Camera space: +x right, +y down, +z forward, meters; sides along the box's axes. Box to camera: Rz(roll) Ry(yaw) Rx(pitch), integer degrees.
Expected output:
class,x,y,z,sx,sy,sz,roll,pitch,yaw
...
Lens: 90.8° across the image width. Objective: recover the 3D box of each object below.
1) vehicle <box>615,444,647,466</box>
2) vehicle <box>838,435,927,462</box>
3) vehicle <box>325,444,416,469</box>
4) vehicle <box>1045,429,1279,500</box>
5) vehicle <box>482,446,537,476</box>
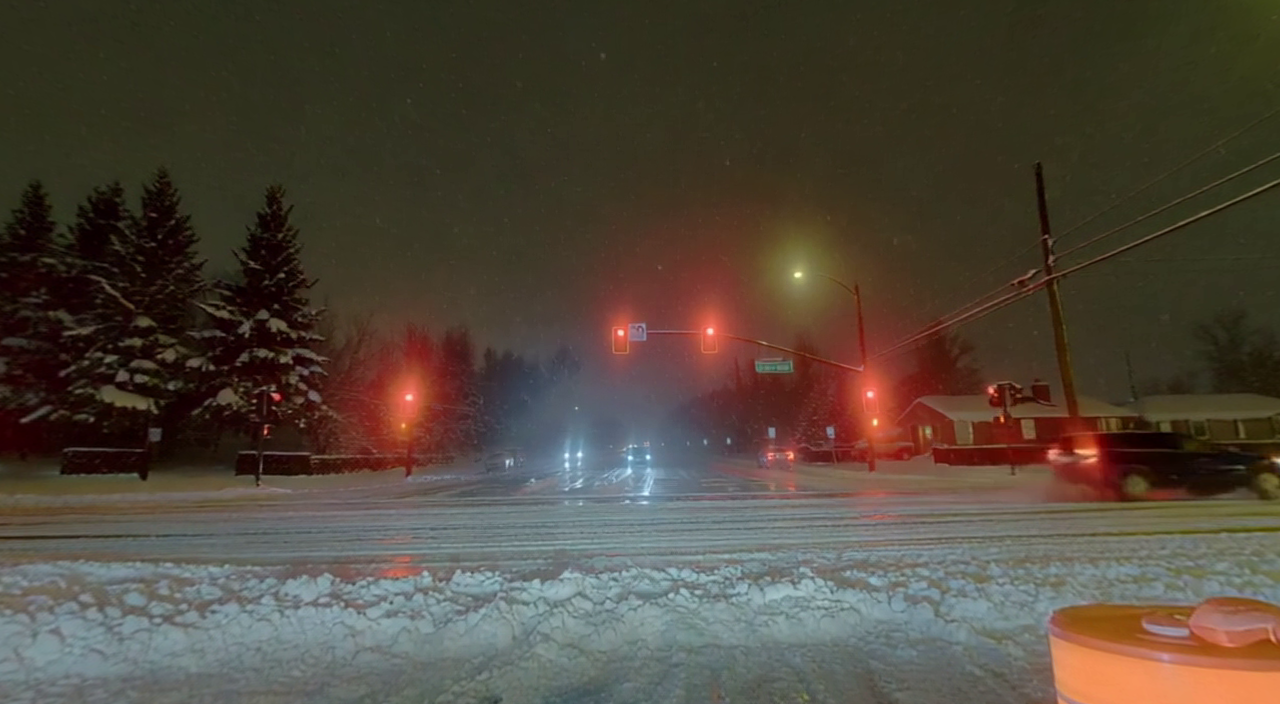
class,x,y,z,sx,sy,sz,roll,pitch,yaw
vehicle,-0.585,7.098,43.708,2.105,1.457,4.173,0,-8,-1
vehicle,15.384,6.174,40.314,4.892,1.656,1.856,0,-8,0
vehicle,-16.387,6.375,38.594,4.713,1.409,1.918,0,-8,-2
vehicle,12.577,2.574,14.717,4.860,1.483,2.077,0,-8,-2
vehicle,-6.594,5.539,32.407,1.881,1.452,4.121,0,-8,0
